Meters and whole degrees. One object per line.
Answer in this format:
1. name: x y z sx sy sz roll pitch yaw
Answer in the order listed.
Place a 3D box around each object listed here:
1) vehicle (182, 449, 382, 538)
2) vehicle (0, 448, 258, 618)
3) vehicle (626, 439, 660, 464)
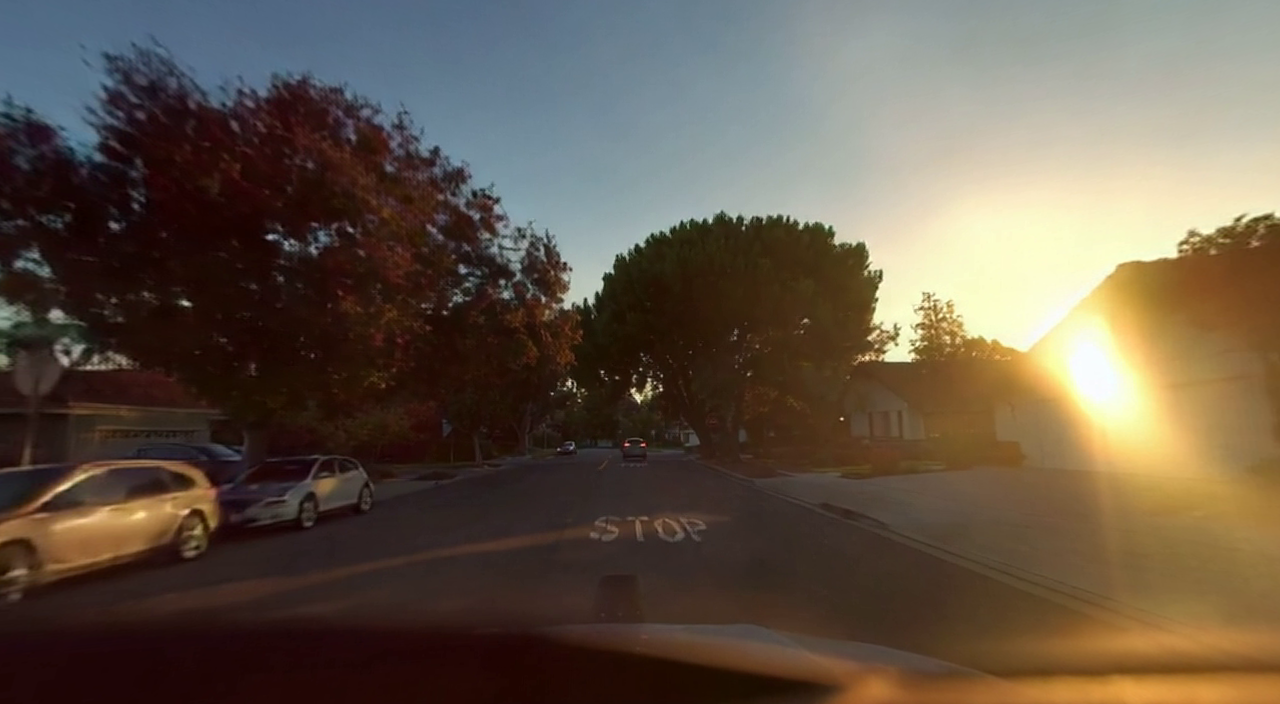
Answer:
1. vehicle: -6.971 2.736 12.826 1.789 1.481 3.957 0 -8 -1
2. vehicle: -6.968 1.945 7.589 1.972 1.543 4.622 0 -8 -2
3. vehicle: 0.206 6.369 40.441 2.043 1.484 4.340 0 -8 0
